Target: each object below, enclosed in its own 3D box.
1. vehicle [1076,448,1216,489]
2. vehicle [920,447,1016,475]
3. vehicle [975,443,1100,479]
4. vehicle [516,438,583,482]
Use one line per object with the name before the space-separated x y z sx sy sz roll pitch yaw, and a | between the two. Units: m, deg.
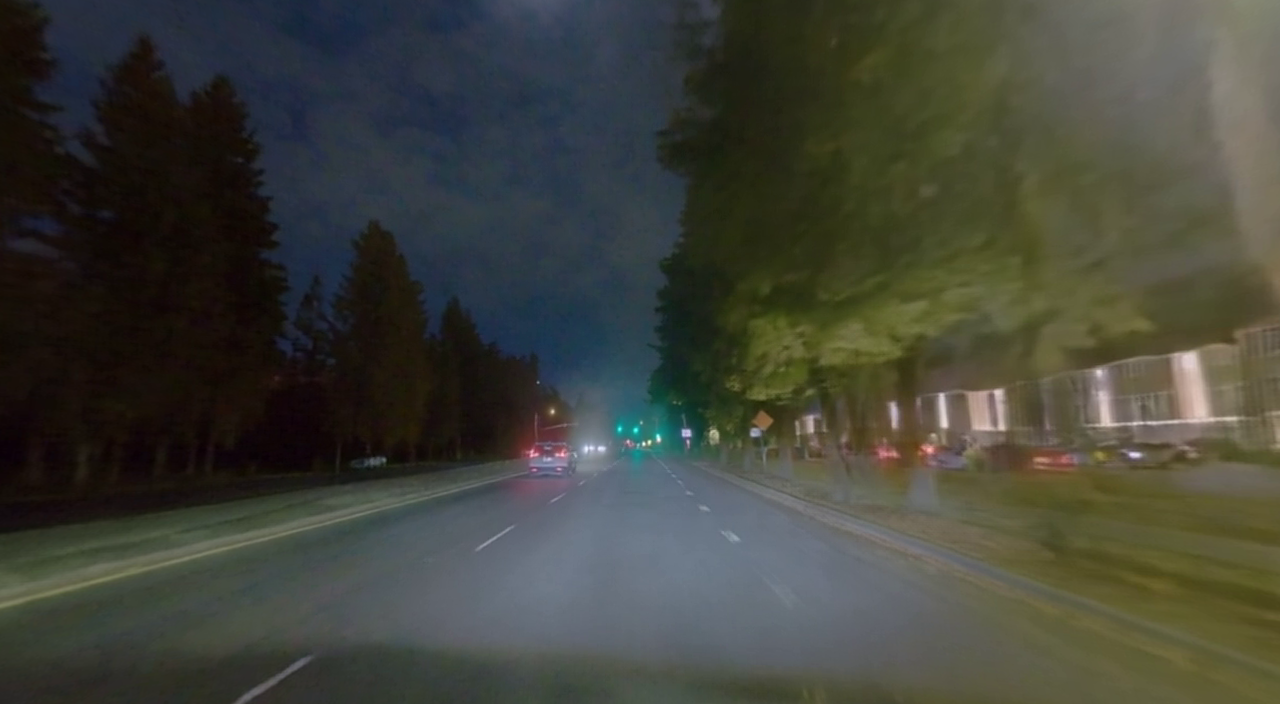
vehicle | 19.396 4.446 24.307 3.870 1.459 1.869 0 -8 -5
vehicle | 17.840 5.911 34.440 4.230 1.384 1.882 1 -8 -7
vehicle | 18.488 5.042 29.520 4.520 1.557 2.056 1 -8 -7
vehicle | -3.458 4.193 24.911 2.030 1.550 3.925 0 -8 1
